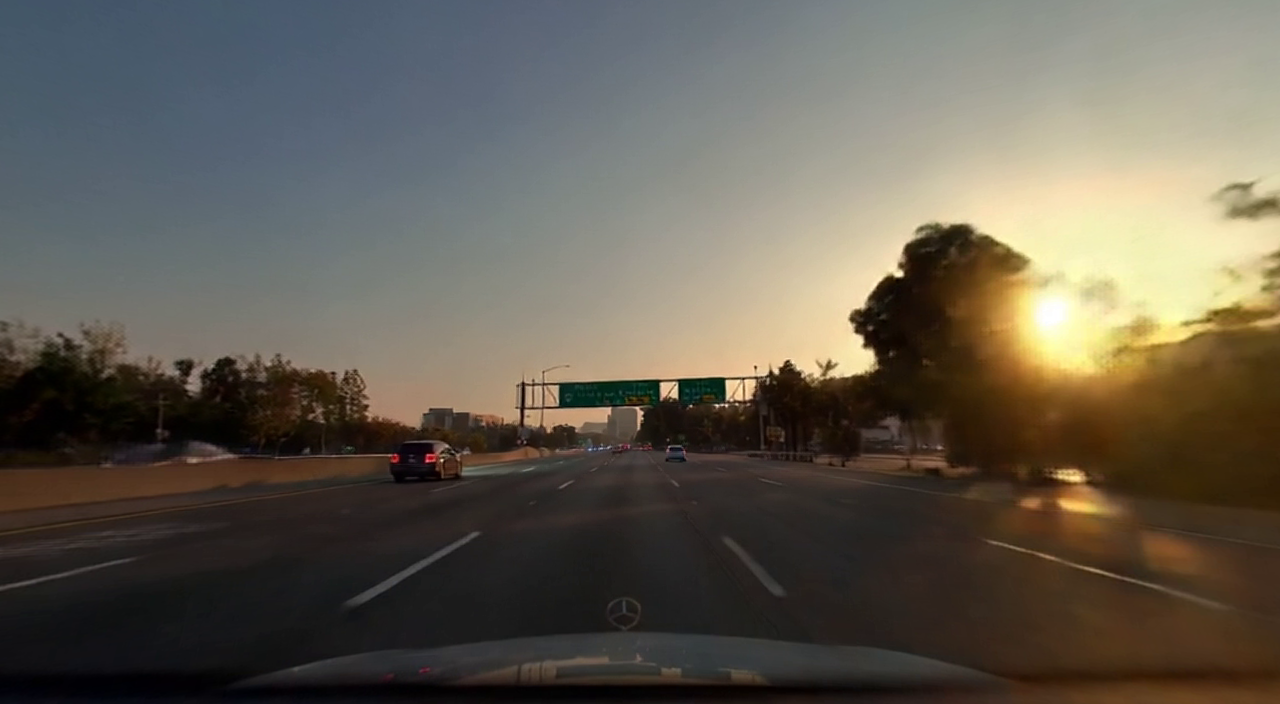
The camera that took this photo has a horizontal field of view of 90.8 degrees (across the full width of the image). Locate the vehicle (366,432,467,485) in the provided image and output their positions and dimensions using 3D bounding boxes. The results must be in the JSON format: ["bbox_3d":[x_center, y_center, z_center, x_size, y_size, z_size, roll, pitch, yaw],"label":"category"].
[{"bbox_3d":[-8.040,3.869,23.219,2.089,1.724,4.327,0,-9,0],"label":"vehicle"}]

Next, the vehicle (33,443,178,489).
[{"bbox_3d":[-21.945,4.645,26.245,1.982,1.661,4.636,0,-8,0],"label":"vehicle"}]
